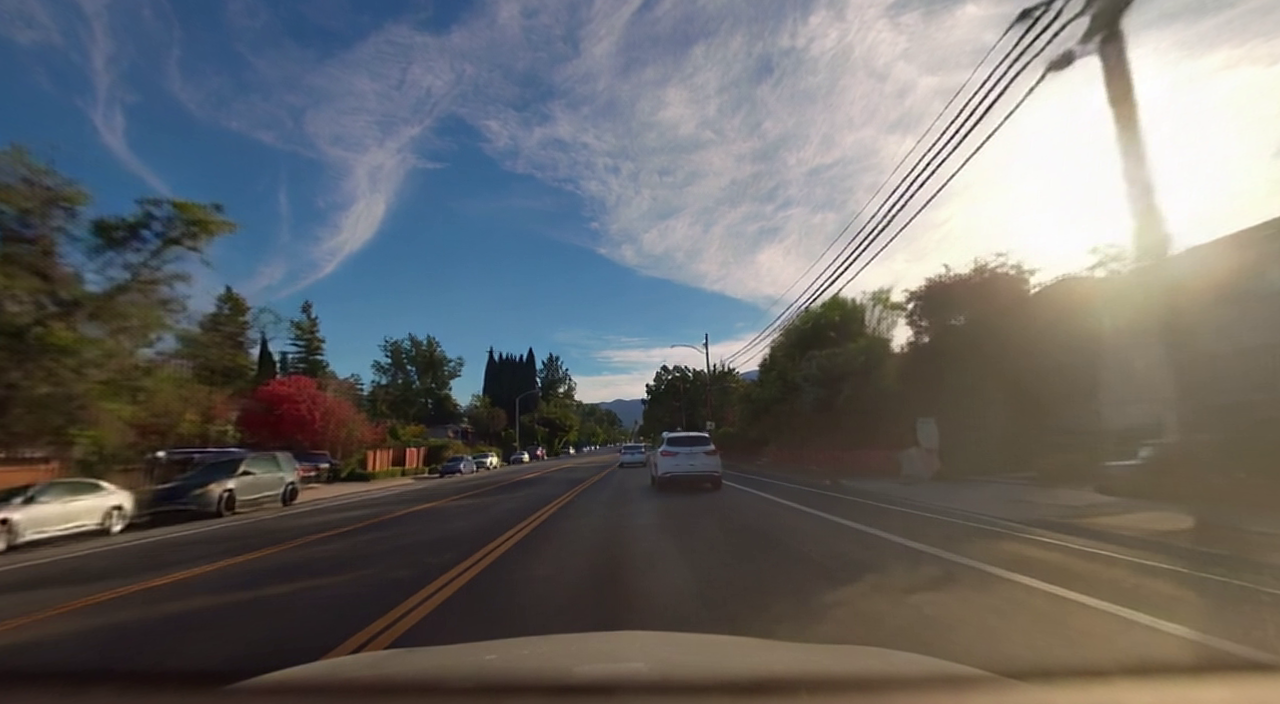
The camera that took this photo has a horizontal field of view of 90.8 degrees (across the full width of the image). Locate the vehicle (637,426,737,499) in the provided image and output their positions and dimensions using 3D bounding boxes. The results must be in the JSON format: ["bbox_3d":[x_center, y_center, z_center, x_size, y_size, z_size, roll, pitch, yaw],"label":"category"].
[{"bbox_3d":[1.145,3.034,17.843,2.200,1.763,4.676,0,-8,-3],"label":"vehicle"}]

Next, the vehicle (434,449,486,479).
[{"bbox_3d":[-12.386,7.733,43.912,2.150,1.644,5.120,-5,-8,-1],"label":"vehicle"}]

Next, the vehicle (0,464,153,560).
[{"bbox_3d":[-12.152,3.111,12.211,1.897,1.498,4.628,-5,-8,-1],"label":"vehicle"}]

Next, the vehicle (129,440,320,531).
[{"bbox_3d":[-12.203,3.845,19.134,2.504,2.031,5.237,-6,-7,-3],"label":"vehicle"}]

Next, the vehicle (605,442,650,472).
[{"bbox_3d":[-0.636,5.375,32.583,2.196,1.449,4.006,0,-8,-1],"label":"vehicle"}]
